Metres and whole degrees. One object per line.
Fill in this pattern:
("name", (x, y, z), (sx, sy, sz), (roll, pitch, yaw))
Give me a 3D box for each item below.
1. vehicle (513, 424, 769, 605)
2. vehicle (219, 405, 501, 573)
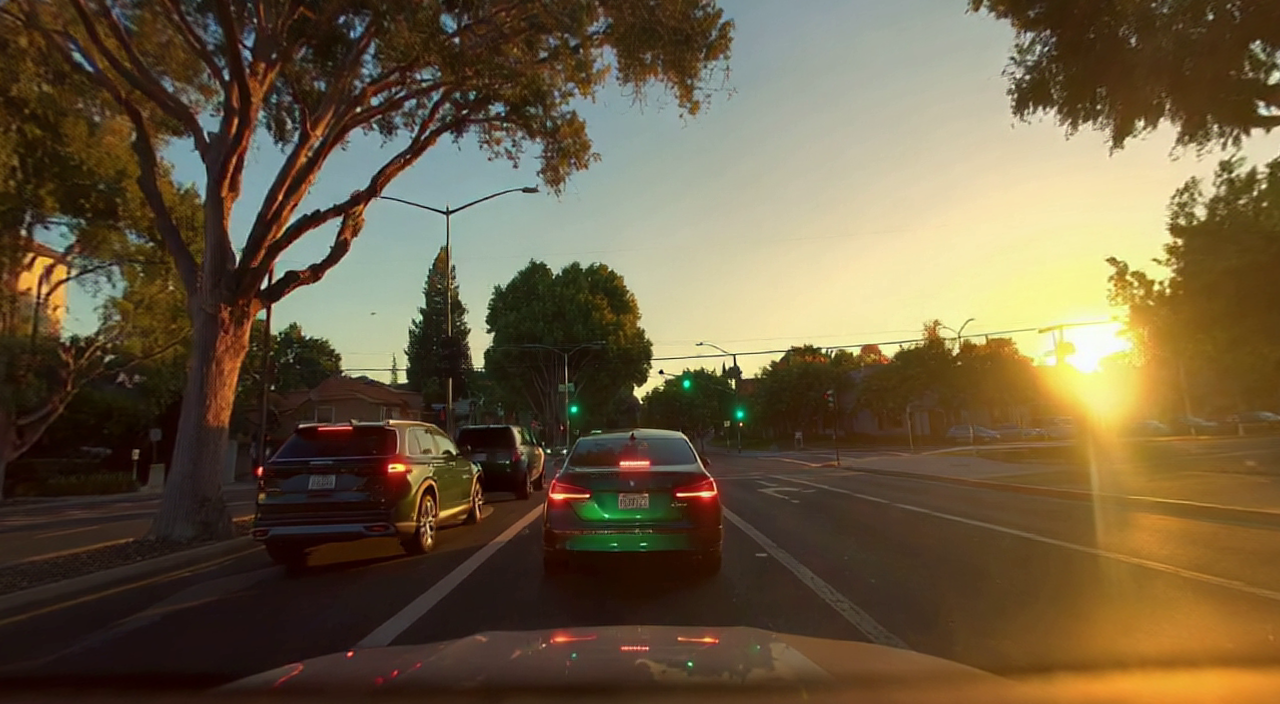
("vehicle", (-0.046, 1.646, 7.307), (2.126, 1.475, 3.967), (0, -8, -2))
("vehicle", (-3.420, 1.755, 8.834), (2.046, 1.751, 4.208), (0, -8, -1))
